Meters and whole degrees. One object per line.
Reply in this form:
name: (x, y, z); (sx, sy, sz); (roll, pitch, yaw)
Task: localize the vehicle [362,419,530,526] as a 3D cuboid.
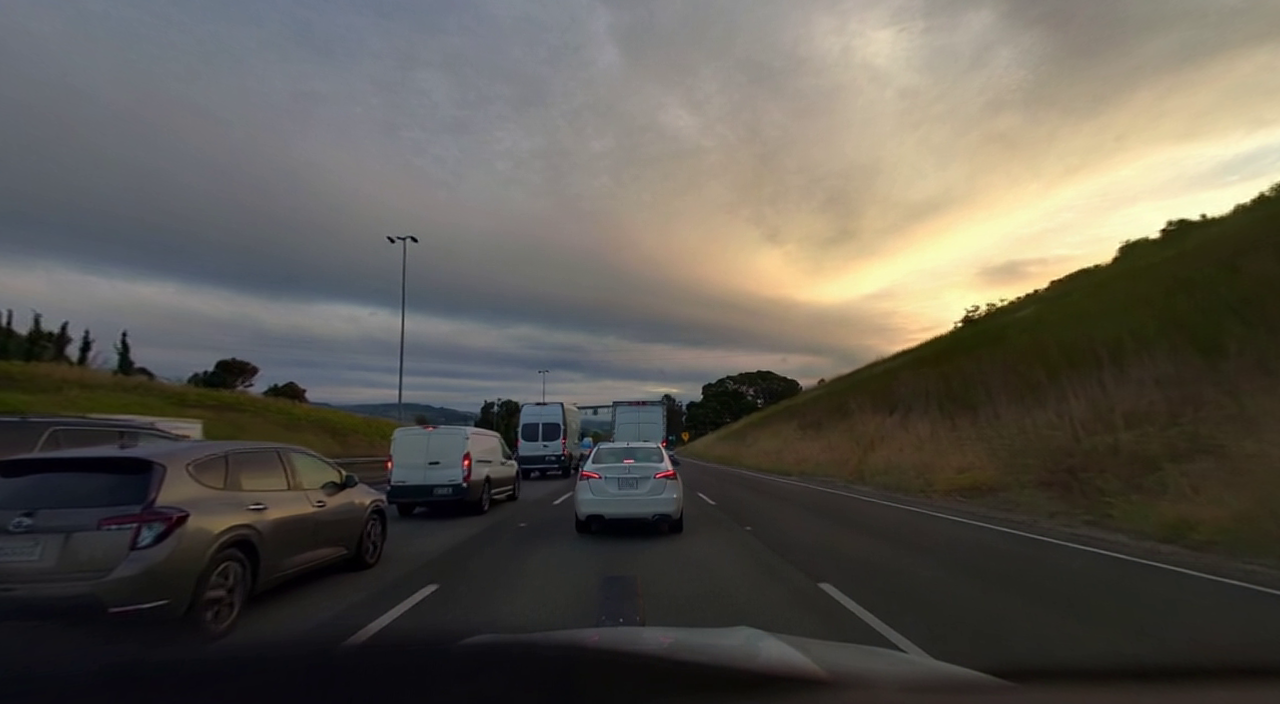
vehicle: (-3.924, 2.549, 13.790); (2.055, 1.913, 4.584); (-1, -9, 2)

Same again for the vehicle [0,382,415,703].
vehicle: (-3.670, 1.311, 5.131); (2.029, 1.656, 4.437); (0, -9, 0)

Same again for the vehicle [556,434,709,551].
vehicle: (-0.104, 2.116, 10.045); (1.995, 1.495, 3.380); (0, -9, 0)
